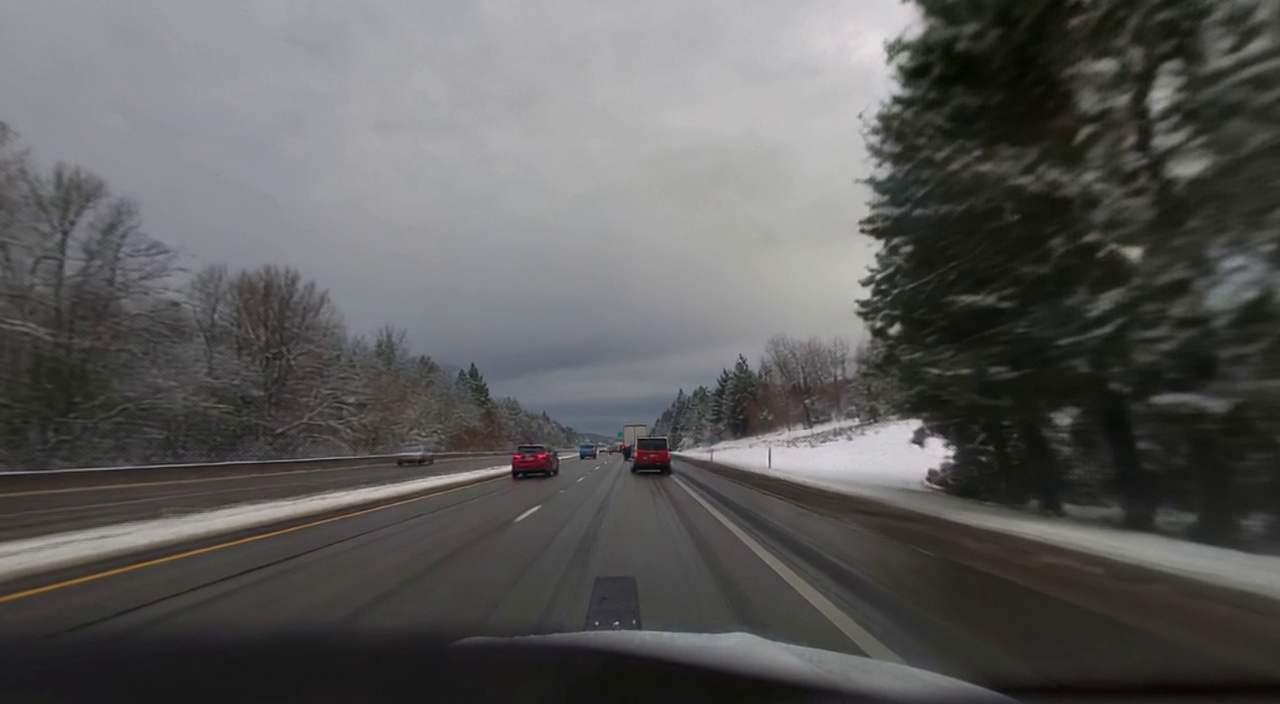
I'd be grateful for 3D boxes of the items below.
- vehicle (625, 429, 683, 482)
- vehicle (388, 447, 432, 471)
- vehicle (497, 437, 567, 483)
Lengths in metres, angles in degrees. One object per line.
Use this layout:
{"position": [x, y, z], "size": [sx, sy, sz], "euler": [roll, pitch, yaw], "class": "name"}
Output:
{"position": [0.474, 4.235, 25.780], "size": [2.179, 1.930, 4.538], "euler": [0, -9, -1], "class": "vehicle"}
{"position": [-17.208, 7.990, 47.040], "size": [1.801, 1.691, 3.919], "euler": [0, -9, 1], "class": "vehicle"}
{"position": [-4.241, 4.336, 25.402], "size": [2.088, 1.688, 4.365], "euler": [0, -9, 0], "class": "vehicle"}
